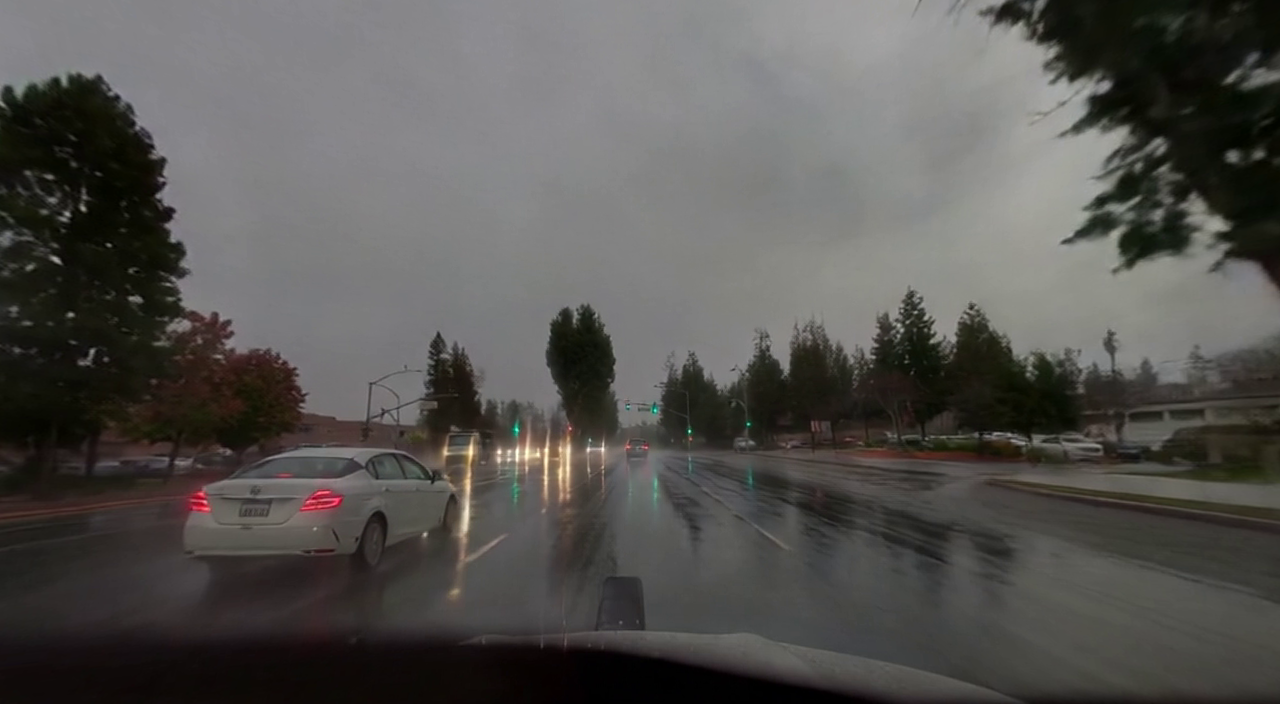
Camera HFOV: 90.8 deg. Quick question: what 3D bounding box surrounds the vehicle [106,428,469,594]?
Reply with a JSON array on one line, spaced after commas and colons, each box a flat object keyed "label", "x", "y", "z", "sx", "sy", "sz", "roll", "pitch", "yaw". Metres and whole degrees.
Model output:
[{"label": "vehicle", "x": -3.656, "y": 1.708, "z": 7.730, "sx": 1.905, "sy": 1.418, "sz": 4.396, "roll": 0, "pitch": -8, "yaw": 0}]

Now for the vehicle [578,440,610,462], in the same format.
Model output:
[{"label": "vehicle", "x": -3.501, "y": 7.574, "z": 48.585, "sx": 2.103, "sy": 1.592, "sz": 4.160, "roll": 0, "pitch": -8, "yaw": 1}]

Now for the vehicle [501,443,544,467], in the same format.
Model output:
[{"label": "vehicle", "x": -7.656, "y": 6.762, "z": 41.539, "sx": 1.920, "sy": 1.456, "sz": 4.534, "roll": 0, "pitch": -8, "yaw": 0}]
